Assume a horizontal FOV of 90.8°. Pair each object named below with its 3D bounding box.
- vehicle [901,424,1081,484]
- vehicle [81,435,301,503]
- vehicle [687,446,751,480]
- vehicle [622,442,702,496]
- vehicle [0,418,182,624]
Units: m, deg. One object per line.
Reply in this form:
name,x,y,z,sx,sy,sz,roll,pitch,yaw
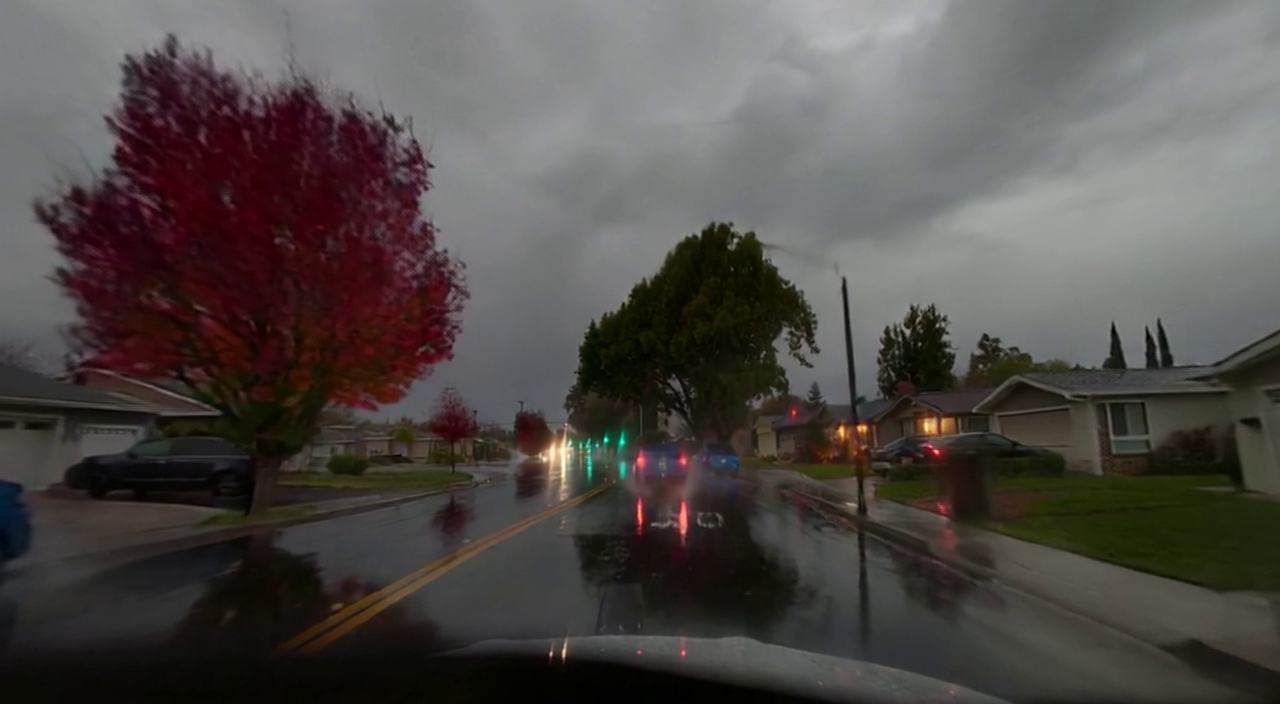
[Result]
vehicle,11.152,3.237,20.293,4.524,1.587,2.064,-2,-7,-6
vehicle,-12.621,3.311,18.077,4.597,1.794,2.043,1,-10,-5
vehicle,3.600,5.144,29.606,2.089,1.462,4.529,1,-9,-4
vehicle,0.571,3.558,19.633,2.192,1.474,4.192,0,-9,-1
vehicle,-6.824,1.471,5.154,2.641,1.747,4.738,-2,-7,0
